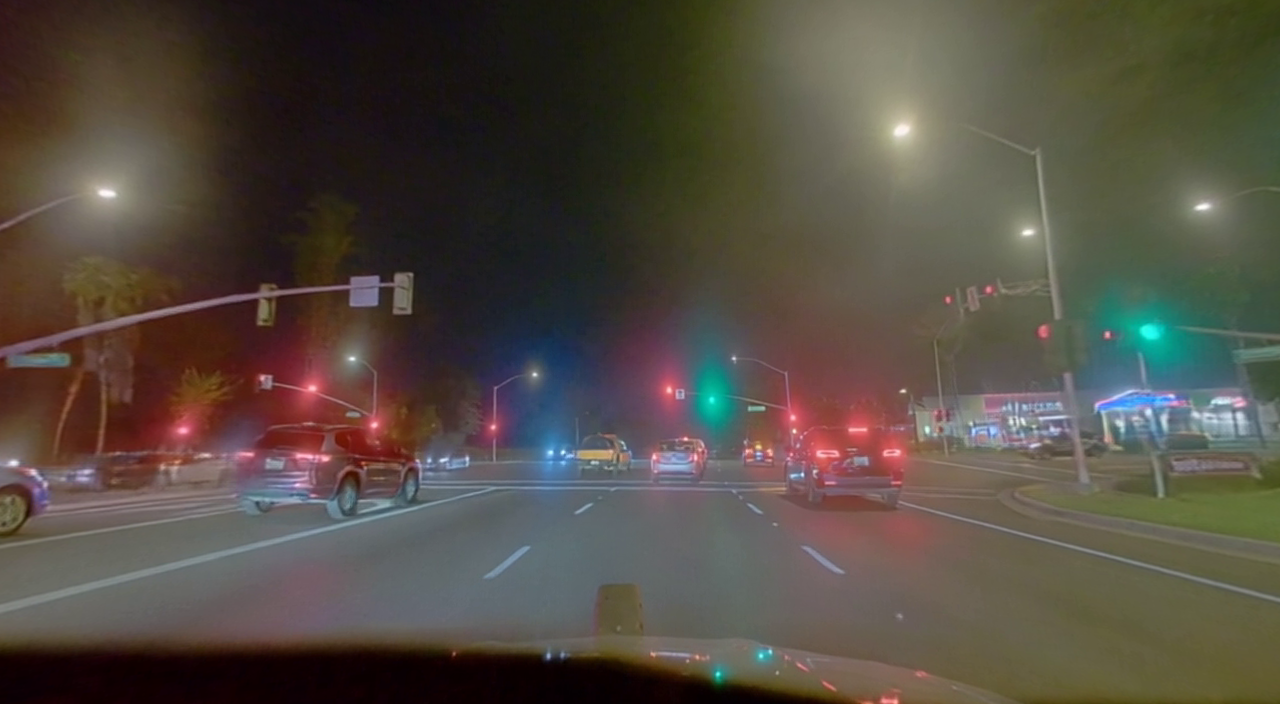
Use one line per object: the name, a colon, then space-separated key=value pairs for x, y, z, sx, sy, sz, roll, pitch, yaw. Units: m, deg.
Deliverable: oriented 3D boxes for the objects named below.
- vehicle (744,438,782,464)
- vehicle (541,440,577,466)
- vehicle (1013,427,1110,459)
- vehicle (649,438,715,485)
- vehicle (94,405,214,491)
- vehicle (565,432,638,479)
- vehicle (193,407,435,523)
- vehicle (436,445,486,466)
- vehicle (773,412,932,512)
vehicle: x=7.651 y=6.235 z=39.746 sx=2.149 sy=1.532 sz=4.168 roll=-1 pitch=-8 yaw=8
vehicle: x=-5.640 y=6.943 z=43.546 sx=2.041 sy=1.660 sz=4.371 roll=2 pitch=-9 yaw=-12
vehicle: x=26.788 y=5.824 z=40.306 sx=4.557 sy=1.848 sz=2.008 roll=-2 pitch=-9 yaw=10
vehicle: x=1.552 y=3.804 z=22.280 sx=2.057 sy=1.492 sz=3.825 roll=-1 pitch=-8 yaw=7
vehicle: x=-24.321 y=4.619 z=31.286 sx=3.436 sy=3.529 sz=11.210 roll=5 pitch=-9 yaw=-43
vehicle: x=-1.494 y=4.294 z=26.508 sx=2.088 sy=1.746 sz=4.650 roll=-2 pitch=-8 yaw=9
vehicle: x=-6.146 y=2.197 z=12.764 sx=2.127 sy=1.888 sz=4.637 roll=-1 pitch=-8 yaw=4
vehicle: x=-13.410 y=7.712 z=47.177 sx=1.918 sy=1.443 sz=4.612 roll=6 pitch=-11 yaw=-38
vehicle: x=4.716 y=2.543 z=15.033 sx=2.267 sy=1.931 sz=5.145 roll=-1 pitch=-8 yaw=4
